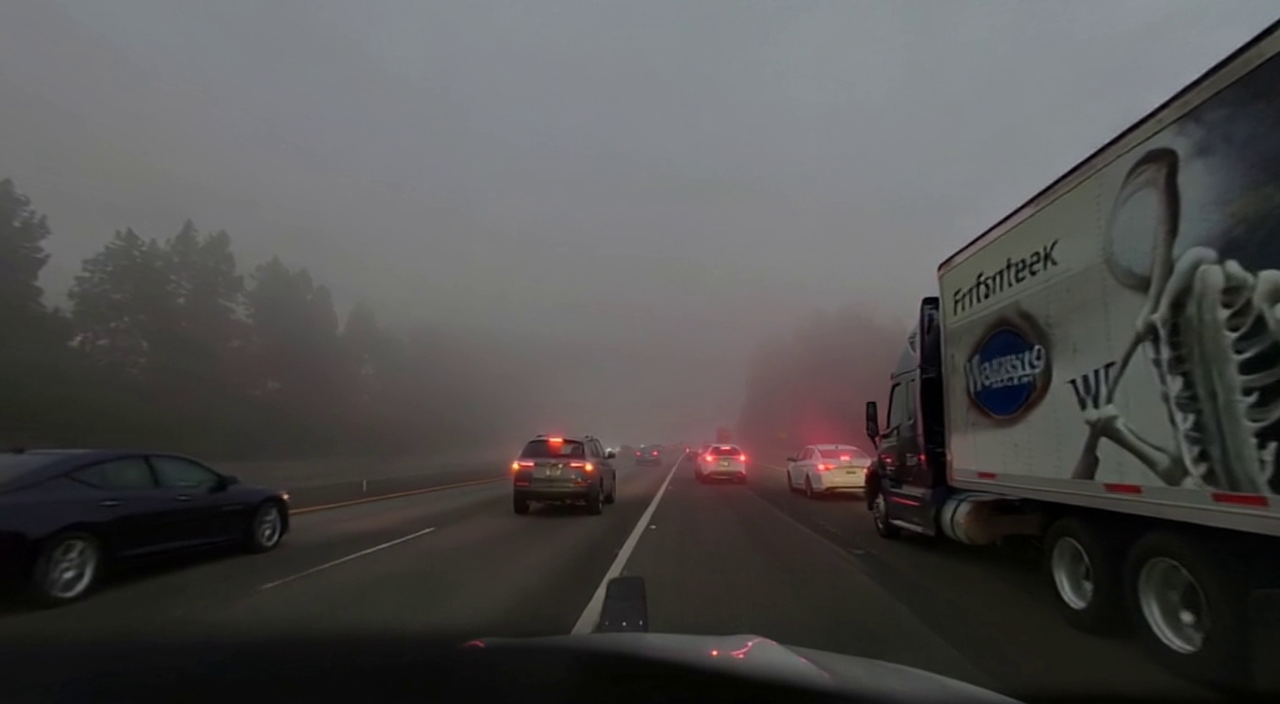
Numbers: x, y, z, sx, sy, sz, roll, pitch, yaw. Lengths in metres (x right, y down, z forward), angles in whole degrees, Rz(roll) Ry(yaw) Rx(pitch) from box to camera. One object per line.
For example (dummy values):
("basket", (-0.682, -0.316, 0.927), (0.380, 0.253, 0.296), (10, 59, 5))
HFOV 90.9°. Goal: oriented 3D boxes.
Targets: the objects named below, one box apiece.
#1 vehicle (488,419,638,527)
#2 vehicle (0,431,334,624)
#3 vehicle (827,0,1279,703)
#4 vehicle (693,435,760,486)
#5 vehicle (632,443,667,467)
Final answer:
("vehicle", (-1.328, 2.399, 13.109), (2.153, 1.805, 4.631), (-1, -8, 5))
("vehicle", (-5.667, 1.616, 6.728), (1.965, 1.443, 4.968), (-1, -8, 5))
("vehicle", (4.307, 0.603, 5.598), (2.987, 3.212, 9.311), (-1, -8, 4))
("vehicle", (3.087, 3.964, 23.454), (2.156, 1.701, 4.494), (-1, -8, 4))
("vehicle", (0.674, 6.740, 41.397), (2.036, 1.441, 4.253), (-1, -8, 5))
